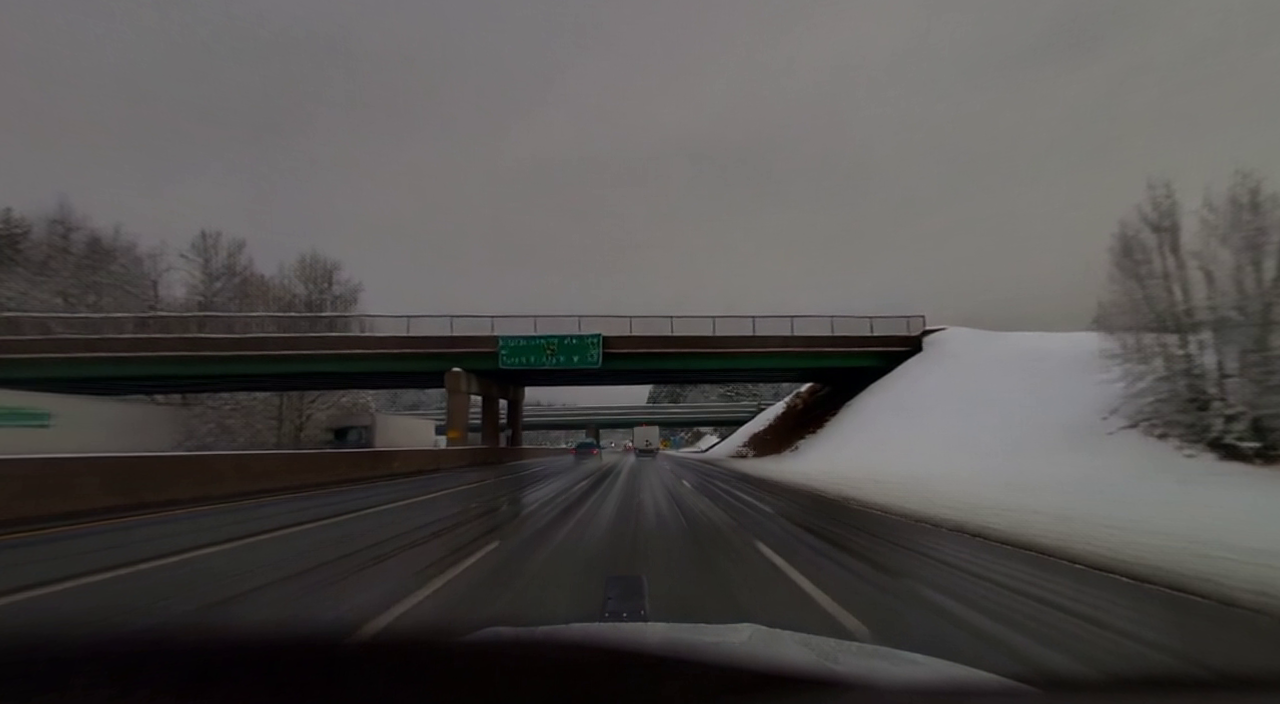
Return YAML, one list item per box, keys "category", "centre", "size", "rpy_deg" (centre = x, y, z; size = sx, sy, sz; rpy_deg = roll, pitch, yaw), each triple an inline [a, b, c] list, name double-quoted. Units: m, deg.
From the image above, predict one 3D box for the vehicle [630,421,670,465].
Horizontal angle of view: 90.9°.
- category: "vehicle"
  centre: [0.644, 6.947, 48.021]
  size: [2.790, 3.075, 7.414]
  rpy_deg: [0, -9, -1]

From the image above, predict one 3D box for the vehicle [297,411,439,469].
- category: "vehicle"
  centre: [-19.942, 6.894, 48.475]
  size: [3.423, 3.678, 16.963]
  rpy_deg: [0, -9, 0]

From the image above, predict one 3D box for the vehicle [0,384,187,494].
- category: "vehicle"
  centre: [-24.108, 3.364, 24.005]
  size: [2.985, 3.835, 14.395]
  rpy_deg: [0, -9, 0]

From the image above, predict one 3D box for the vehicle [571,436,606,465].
- category: "vehicle"
  centre: [-3.942, 7.683, 49.087]
  size: [2.233, 2.093, 5.565]
  rpy_deg: [0, -9, 0]
